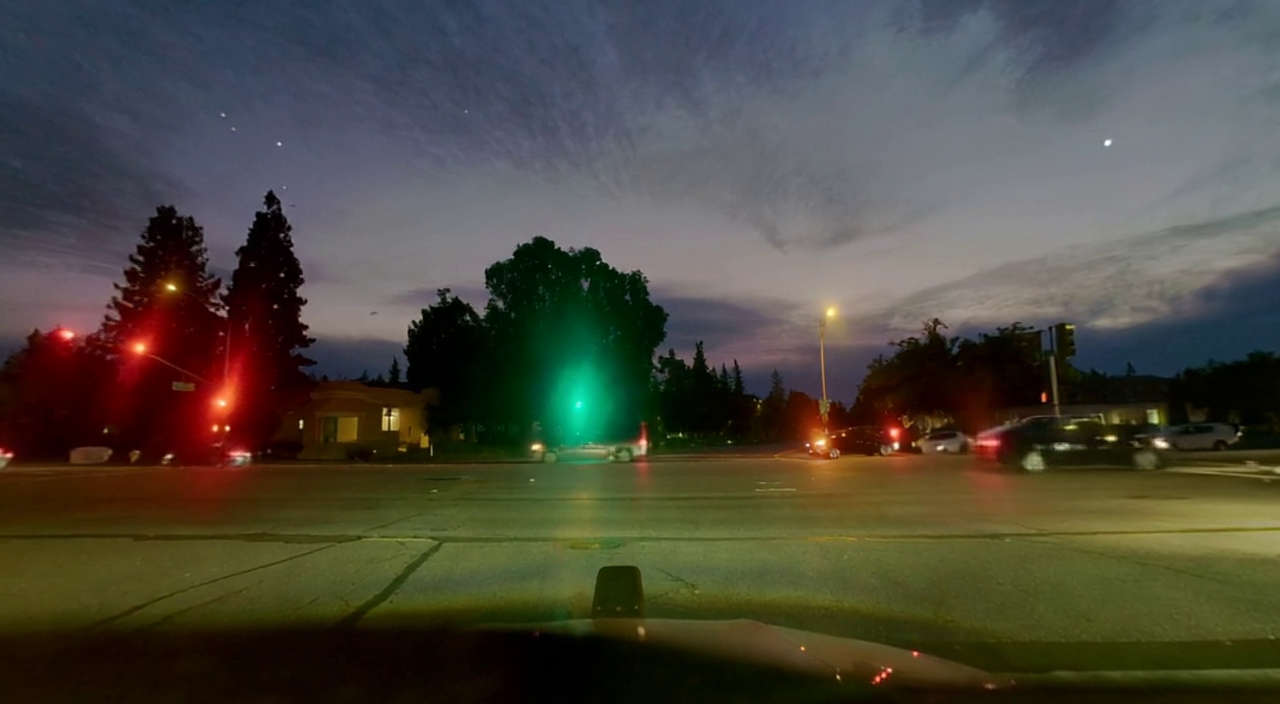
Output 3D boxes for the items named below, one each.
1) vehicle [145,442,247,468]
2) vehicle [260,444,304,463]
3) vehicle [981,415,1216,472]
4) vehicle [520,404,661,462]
[{"bbox_3d":[-26.110,6.036,37.185,4.860,1.441,1.934,-2,-8,10],"label":"vehicle"},{"bbox_3d":[-28.029,7.918,49.565,2.235,1.417,4.272,3,-9,-19],"label":"vehicle"},{"bbox_3d":[12.638,2.576,17.789,4.836,1.445,2.057,-2,-9,10],"label":"vehicle"},{"bbox_3d":[-2.841,4.813,37.096,7.790,3.197,2.653,-2,-9,10],"label":"vehicle"}]
